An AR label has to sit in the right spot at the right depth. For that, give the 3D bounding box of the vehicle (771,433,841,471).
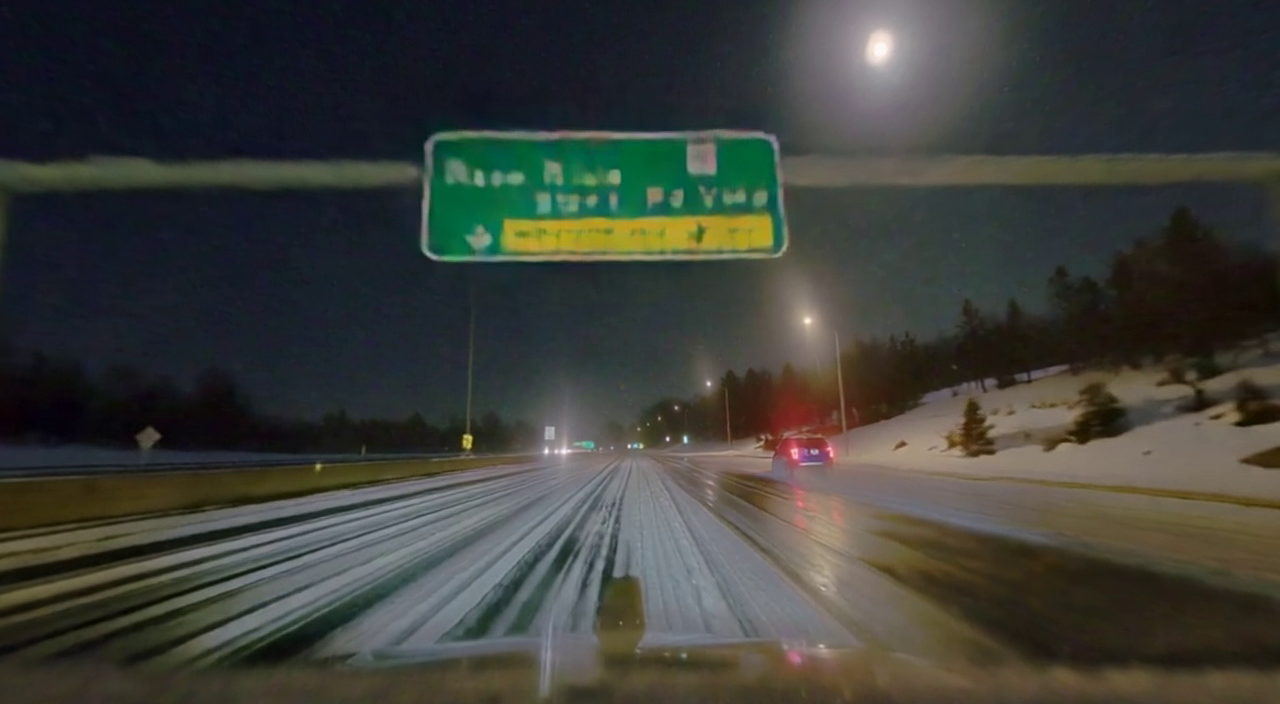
[{"bbox_3d":[8.125,4.958,31.321,2.091,1.711,4.383,0,-9,-3],"label":"vehicle"}]
